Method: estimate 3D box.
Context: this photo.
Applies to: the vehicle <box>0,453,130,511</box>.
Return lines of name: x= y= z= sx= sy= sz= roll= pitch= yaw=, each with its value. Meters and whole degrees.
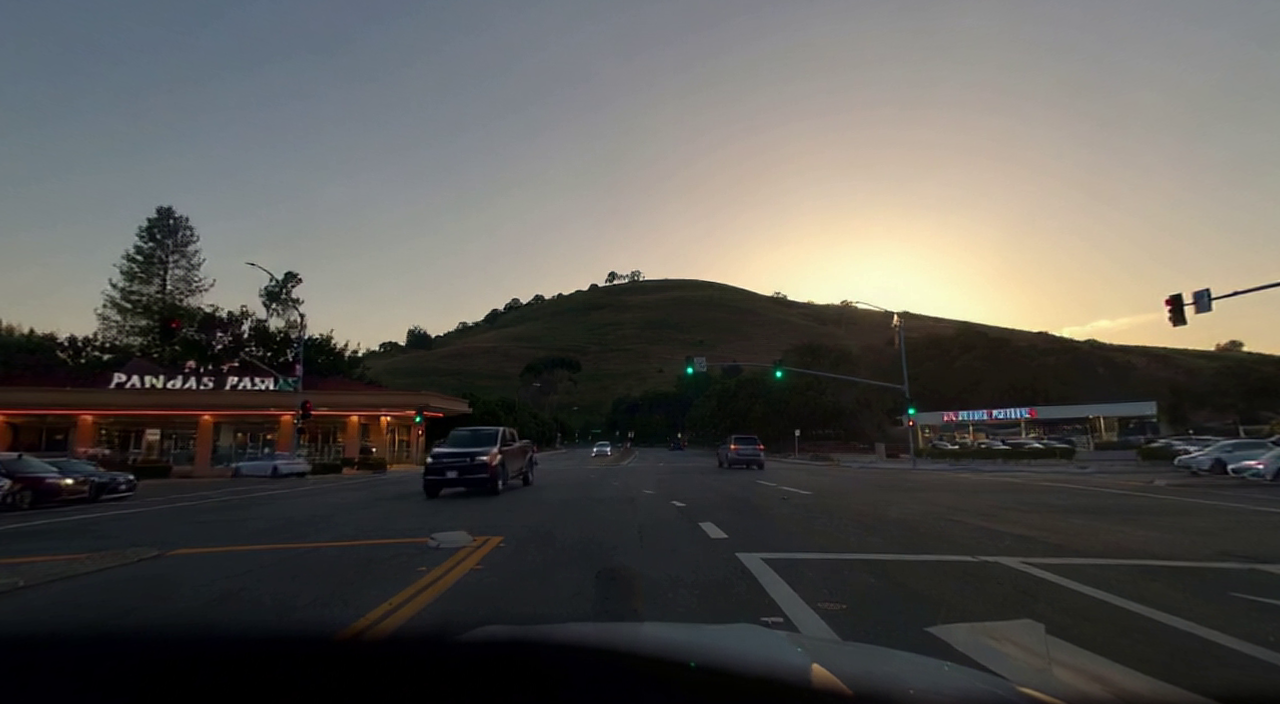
vehicle: x=-19.774 y=4.190 z=20.521 sx=4.440 sy=1.748 sz=2.033 roll=0 pitch=-9 yaw=1

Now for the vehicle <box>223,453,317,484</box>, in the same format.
vehicle: x=-21.677 y=6.803 z=37.065 sx=4.336 sy=1.706 sz=2.069 roll=3 pitch=-9 yaw=-18

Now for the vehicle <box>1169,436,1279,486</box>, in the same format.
vehicle: x=25.074 y=4.465 z=26.041 sx=4.546 sy=1.944 sz=2.051 roll=1 pitch=-9 yaw=-5

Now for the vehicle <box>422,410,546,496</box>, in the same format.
vehicle: x=-4.687 y=3.196 z=20.118 sx=2.318 sy=2.325 sz=5.910 roll=0 pitch=-9 yaw=1

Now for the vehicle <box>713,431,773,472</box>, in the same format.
vehicle: x=5.909 y=5.838 z=36.966 sx=2.388 sy=2.201 sz=5.139 roll=0 pitch=-9 yaw=-3
